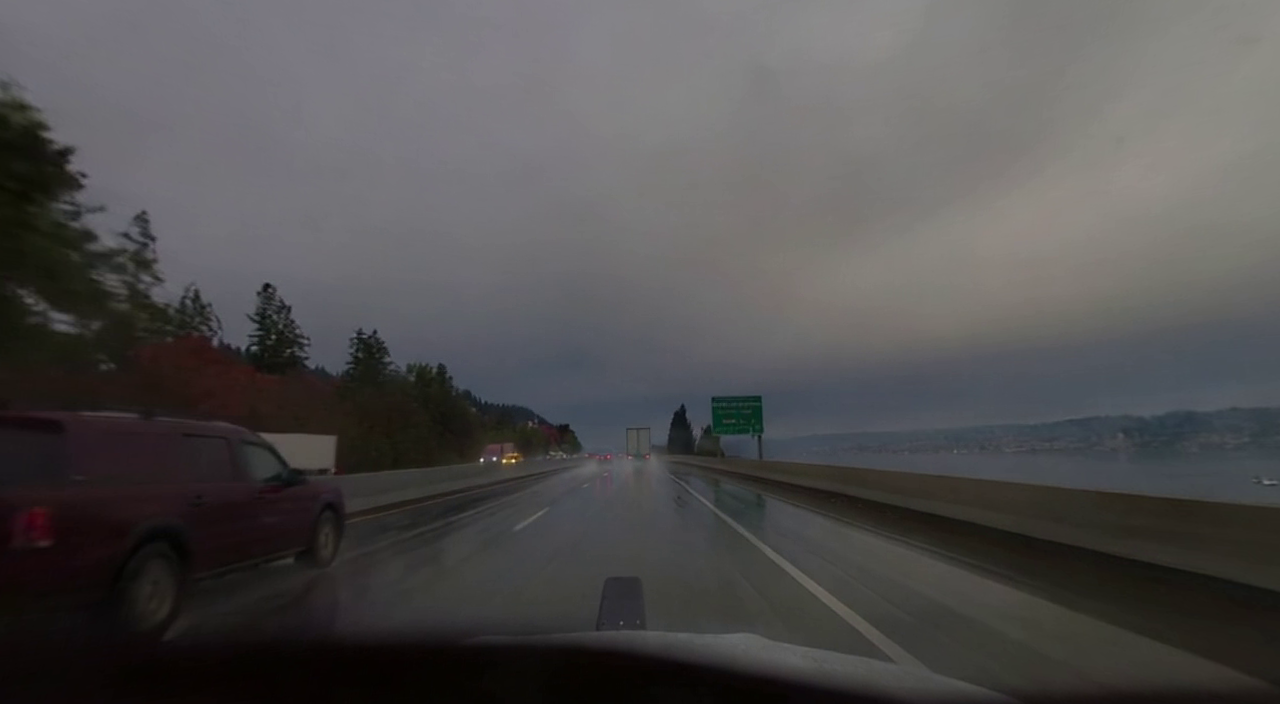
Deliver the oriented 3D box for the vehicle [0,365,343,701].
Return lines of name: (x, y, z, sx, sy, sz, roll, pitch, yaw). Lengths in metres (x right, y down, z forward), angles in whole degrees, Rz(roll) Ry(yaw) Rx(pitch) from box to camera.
vehicle: (-4.581, 1.255, 5.067, 2.079, 1.845, 4.654, 0, -9, 0)
